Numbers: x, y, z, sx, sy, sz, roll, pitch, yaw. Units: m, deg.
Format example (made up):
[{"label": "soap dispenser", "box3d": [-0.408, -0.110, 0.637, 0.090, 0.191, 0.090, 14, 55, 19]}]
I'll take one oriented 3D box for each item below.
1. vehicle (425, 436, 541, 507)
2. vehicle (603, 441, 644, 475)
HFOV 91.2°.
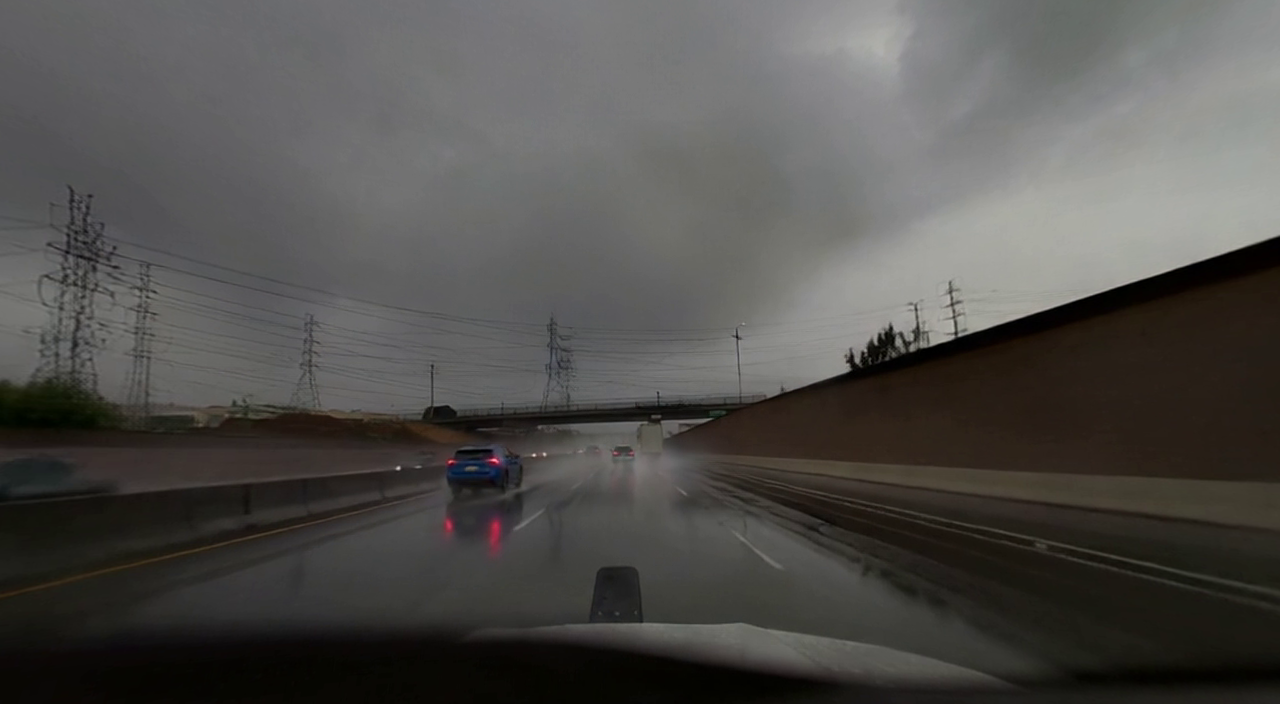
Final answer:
[{"label": "vehicle", "box3d": [-3.835, 2.997, 16.099, 1.987, 1.548, 3.981, 0, -9, -1]}, {"label": "vehicle", "box3d": [-0.835, 5.479, 32.544, 2.004, 1.615, 4.113, 0, -9, -1]}]
